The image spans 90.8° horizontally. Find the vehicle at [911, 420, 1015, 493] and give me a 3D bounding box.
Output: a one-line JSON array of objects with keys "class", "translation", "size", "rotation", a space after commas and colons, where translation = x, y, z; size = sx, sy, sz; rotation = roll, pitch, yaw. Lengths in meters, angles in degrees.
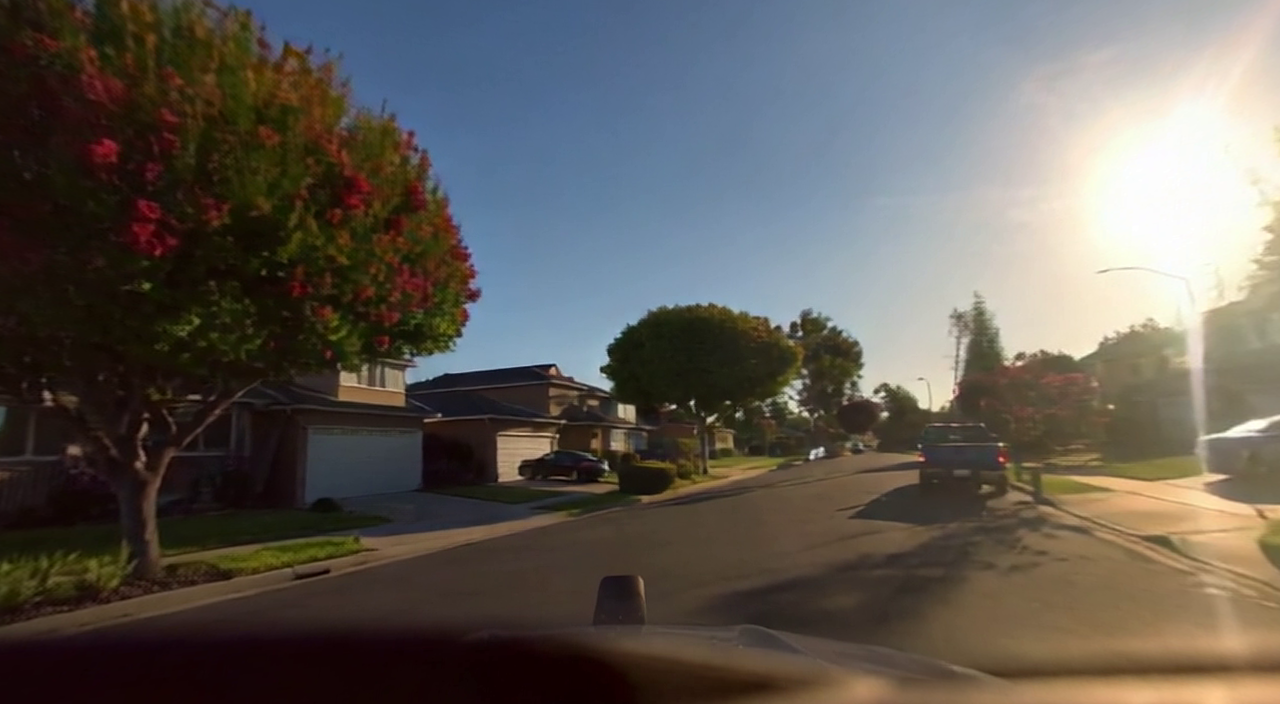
[{"class": "vehicle", "translation": [10.354, 3.340, 20.661], "size": [2.552, 2.024, 5.414], "rotation": [-4, -9, 23]}]

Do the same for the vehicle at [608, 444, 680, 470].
[{"class": "vehicle", "translation": [0.260, 6.791, 40.970], "size": [4.319, 1.605, 1.770], "rotation": [-3, -9, 16]}]

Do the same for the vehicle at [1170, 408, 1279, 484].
[{"class": "vehicle", "translation": [14.185, 1.966, 13.369], "size": [3.984, 1.515, 1.903], "rotation": [-2, -8, 11]}]

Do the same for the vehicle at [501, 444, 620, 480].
[{"class": "vehicle", "translation": [-3.516, 4.831, 27.938], "size": [4.916, 1.485, 1.807], "rotation": [-3, -9, 18]}]
